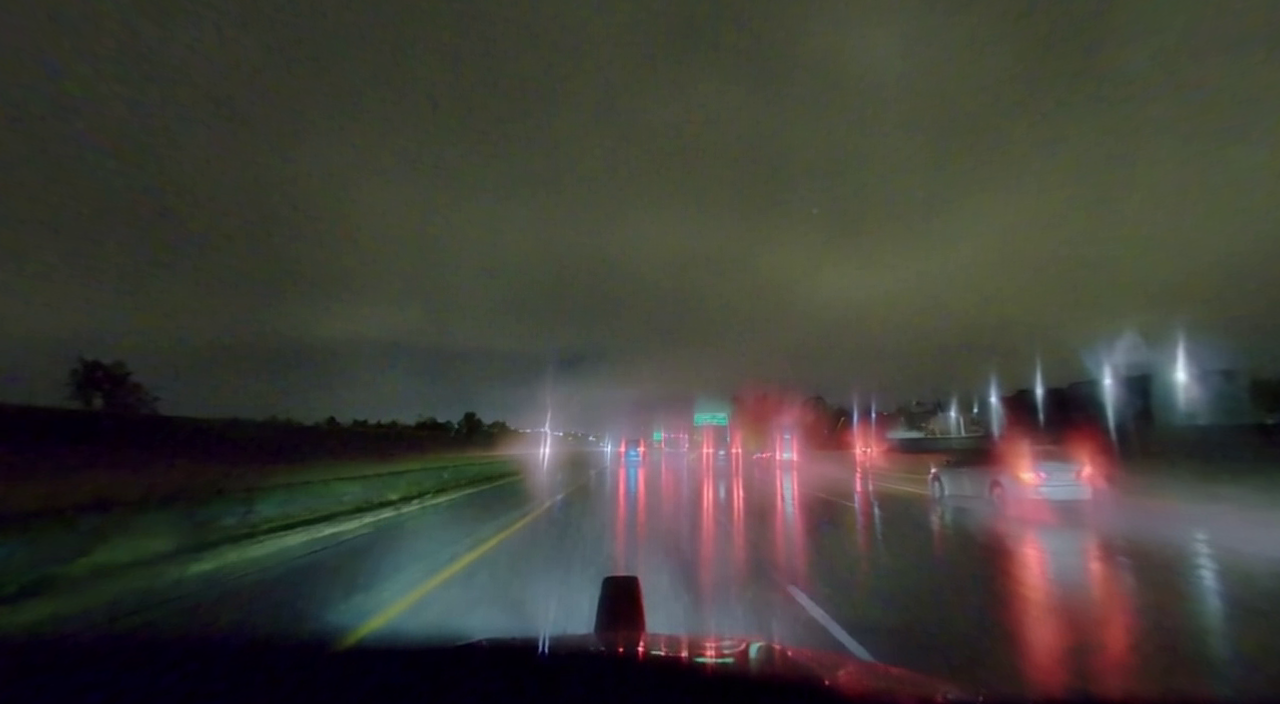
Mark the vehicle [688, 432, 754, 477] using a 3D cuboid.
[{"bbox_3d":[3.522,4.595,28.323,2.269,1.839,4.554,1,-9,-1],"label":"vehicle"}]

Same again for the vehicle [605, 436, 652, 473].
[{"bbox_3d":[-0.476,5.054,31.102,2.142,1.664,4.076,0,-9,1],"label":"vehicle"}]
